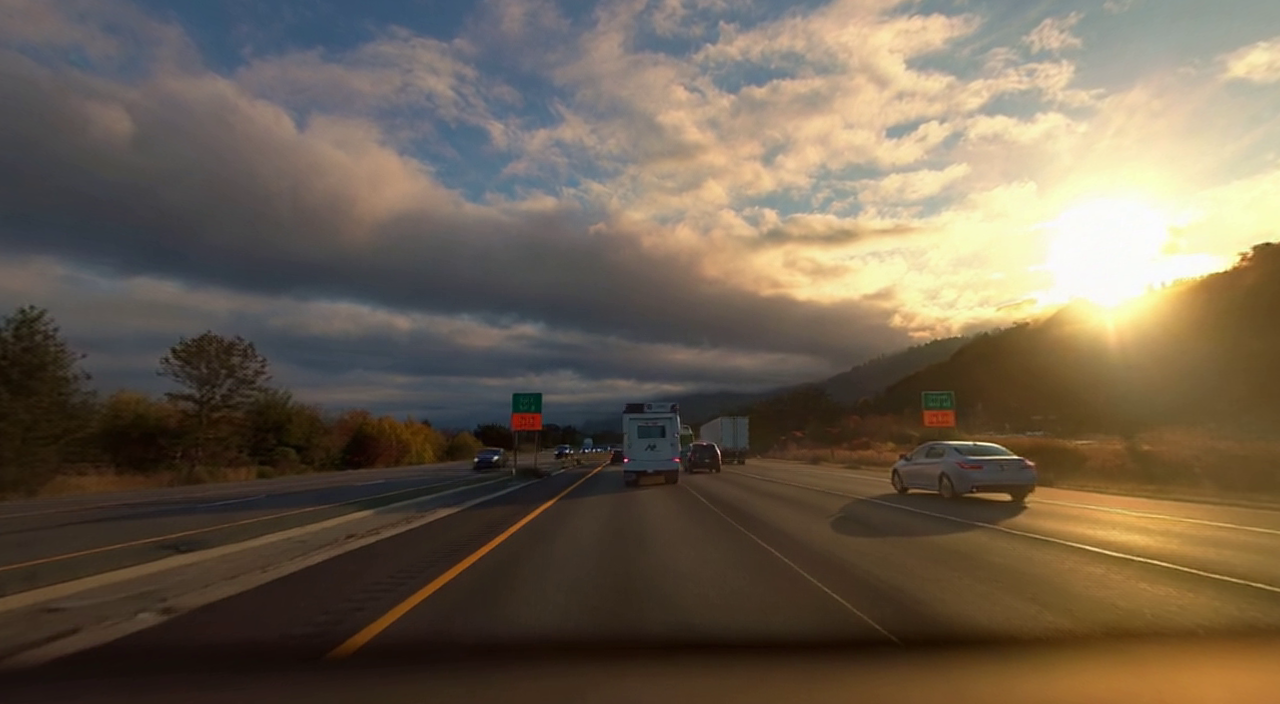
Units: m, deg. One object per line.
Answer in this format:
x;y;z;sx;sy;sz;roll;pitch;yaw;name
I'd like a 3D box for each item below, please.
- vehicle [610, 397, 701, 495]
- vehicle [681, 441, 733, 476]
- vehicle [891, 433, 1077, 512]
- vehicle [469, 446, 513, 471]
0.718;3.131;20.788;2.506;2.743;6.093;-1;-9;6;vehicle
3.318;5.420;31.923;2.127;1.642;3.899;0;-9;-1;vehicle
7.558;2.667;14.286;1.988;1.534;3.763;0;-9;-2;vehicle
-9.941;7.138;42.117;1.918;1.578;4.140;0;-9;0;vehicle
